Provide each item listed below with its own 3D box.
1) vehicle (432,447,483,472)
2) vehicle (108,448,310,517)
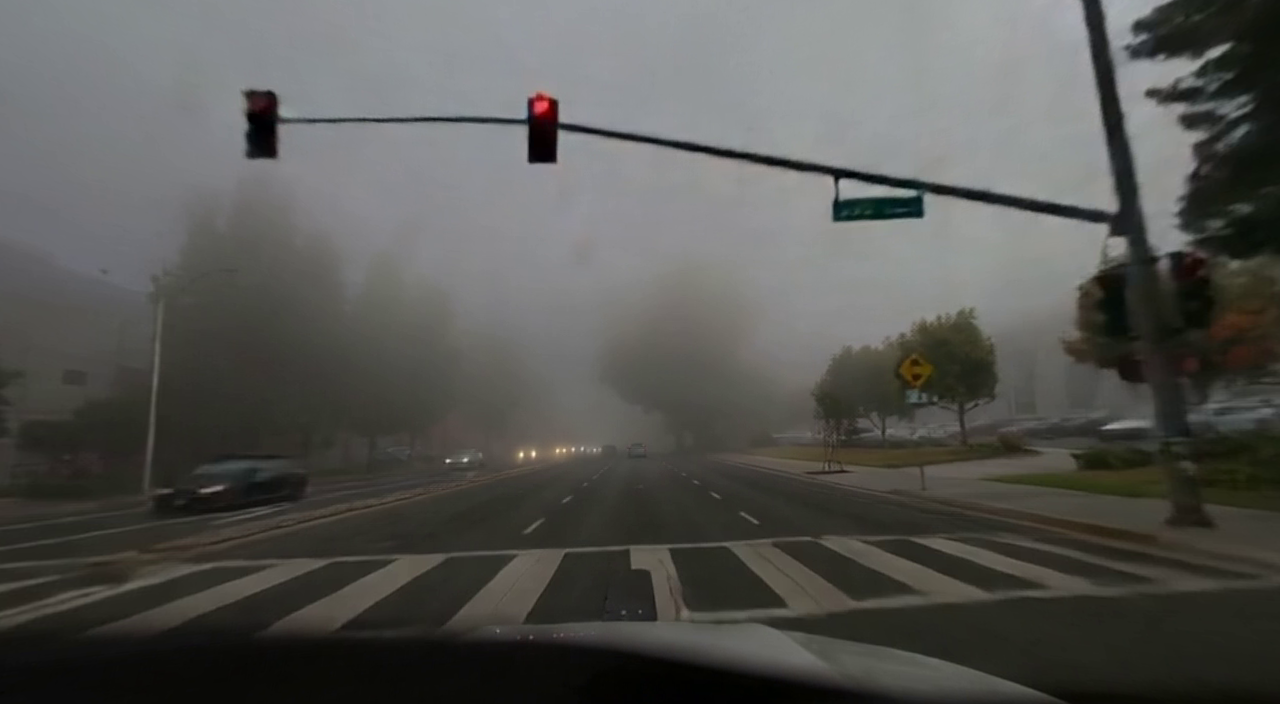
[{"bbox_3d":[-11.890,7.018,41.402,1.945,1.492,4.672,0,-8,0],"label":"vehicle"},{"bbox_3d":[-11.011,3.330,16.719,1.914,1.499,4.785,-1,-8,1],"label":"vehicle"}]
